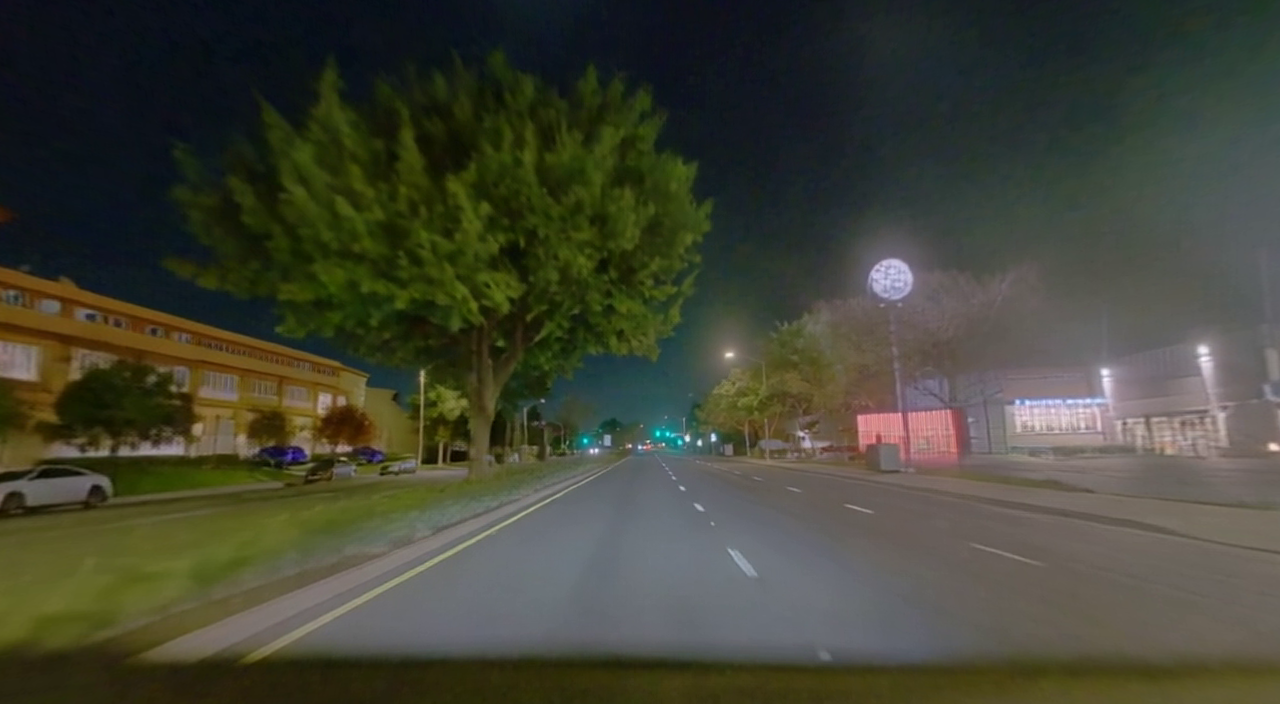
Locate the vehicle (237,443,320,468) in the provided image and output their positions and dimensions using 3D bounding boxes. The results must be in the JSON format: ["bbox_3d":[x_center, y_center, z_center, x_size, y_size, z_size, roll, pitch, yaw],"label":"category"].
[{"bbox_3d":[-26.433,7.579,46.098,4.667,1.728,2.276,0,-7,-3],"label":"vehicle"}]

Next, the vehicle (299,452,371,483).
[{"bbox_3d":[-18.709,7.096,38.759,2.012,1.560,4.782,-1,-7,1],"label":"vehicle"}]

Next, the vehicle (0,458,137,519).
[{"bbox_3d":[-19.039,4.220,19.805,1.959,1.535,5.081,-1,-7,3],"label":"vehicle"}]

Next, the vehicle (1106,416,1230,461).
[{"bbox_3d":[32.683,5.381,39.182,2.684,2.559,5.772,0,-8,1],"label":"vehicle"}]
